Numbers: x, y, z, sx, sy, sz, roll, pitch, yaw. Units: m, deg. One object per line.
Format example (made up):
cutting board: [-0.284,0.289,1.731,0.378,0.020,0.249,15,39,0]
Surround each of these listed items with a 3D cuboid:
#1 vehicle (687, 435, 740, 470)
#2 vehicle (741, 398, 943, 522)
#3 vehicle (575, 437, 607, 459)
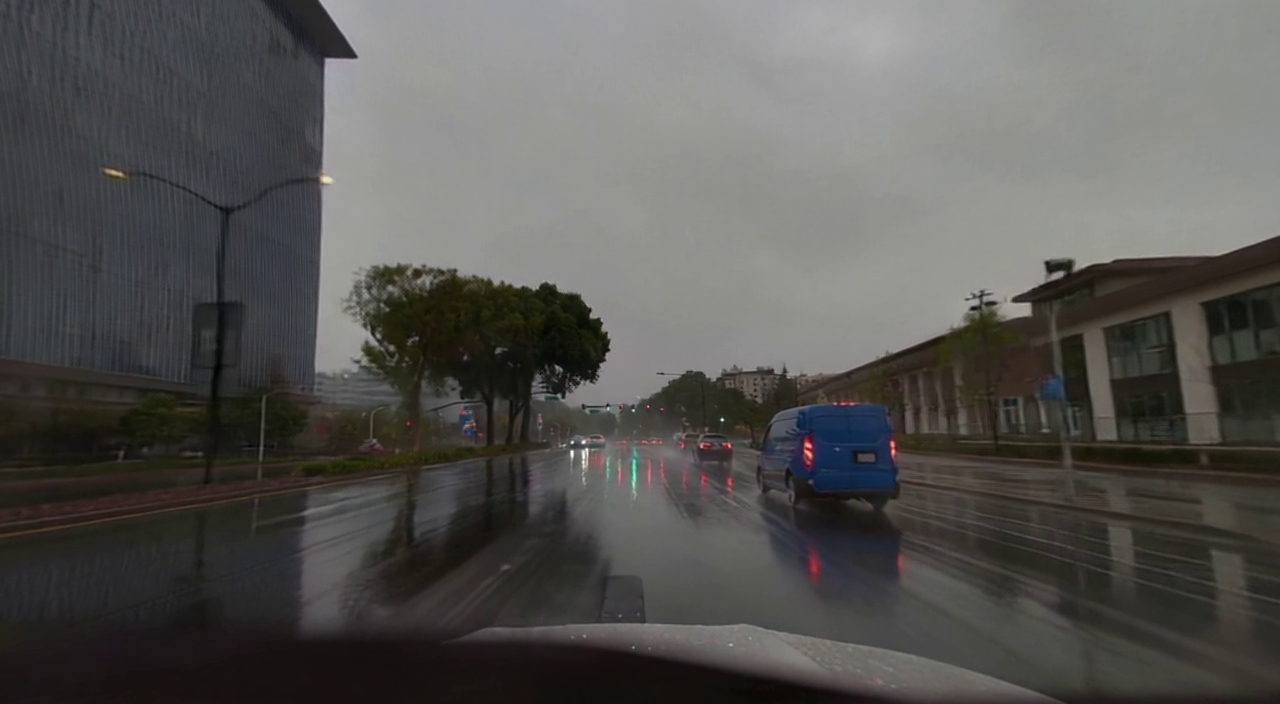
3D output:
vehicle: [3.366,4.682,29.465,1.867,1.493,4.190,0,-8,-1]
vehicle: [3.556,2.053,12.400,2.200,1.914,5.145,0,-8,-1]
vehicle: [-3.432,6.832,45.001,1.864,1.464,4.195,0,-8,1]
